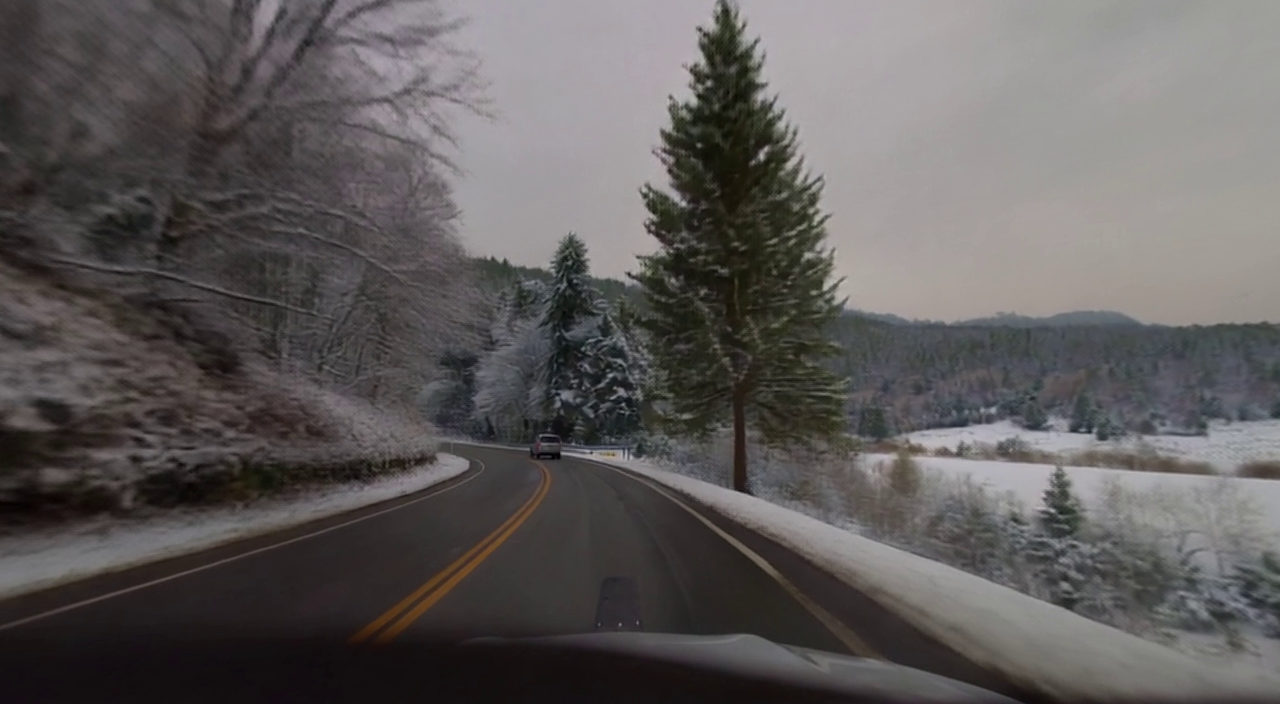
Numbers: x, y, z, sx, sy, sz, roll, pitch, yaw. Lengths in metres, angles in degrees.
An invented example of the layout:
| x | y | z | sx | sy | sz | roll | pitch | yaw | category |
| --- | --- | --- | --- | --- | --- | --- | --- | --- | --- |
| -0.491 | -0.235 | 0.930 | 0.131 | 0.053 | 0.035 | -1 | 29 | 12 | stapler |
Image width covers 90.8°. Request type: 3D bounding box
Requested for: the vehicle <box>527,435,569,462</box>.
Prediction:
| x | y | z | sx | sy | sz | roll | pitch | yaw | category |
| --- | --- | --- | --- | --- | --- | --- | --- | --- | --- |
| -7.316 | 7.610 | 49.841 | 2.439 | 1.912 | 5.605 | 3 | -9 | -16 | vehicle |
